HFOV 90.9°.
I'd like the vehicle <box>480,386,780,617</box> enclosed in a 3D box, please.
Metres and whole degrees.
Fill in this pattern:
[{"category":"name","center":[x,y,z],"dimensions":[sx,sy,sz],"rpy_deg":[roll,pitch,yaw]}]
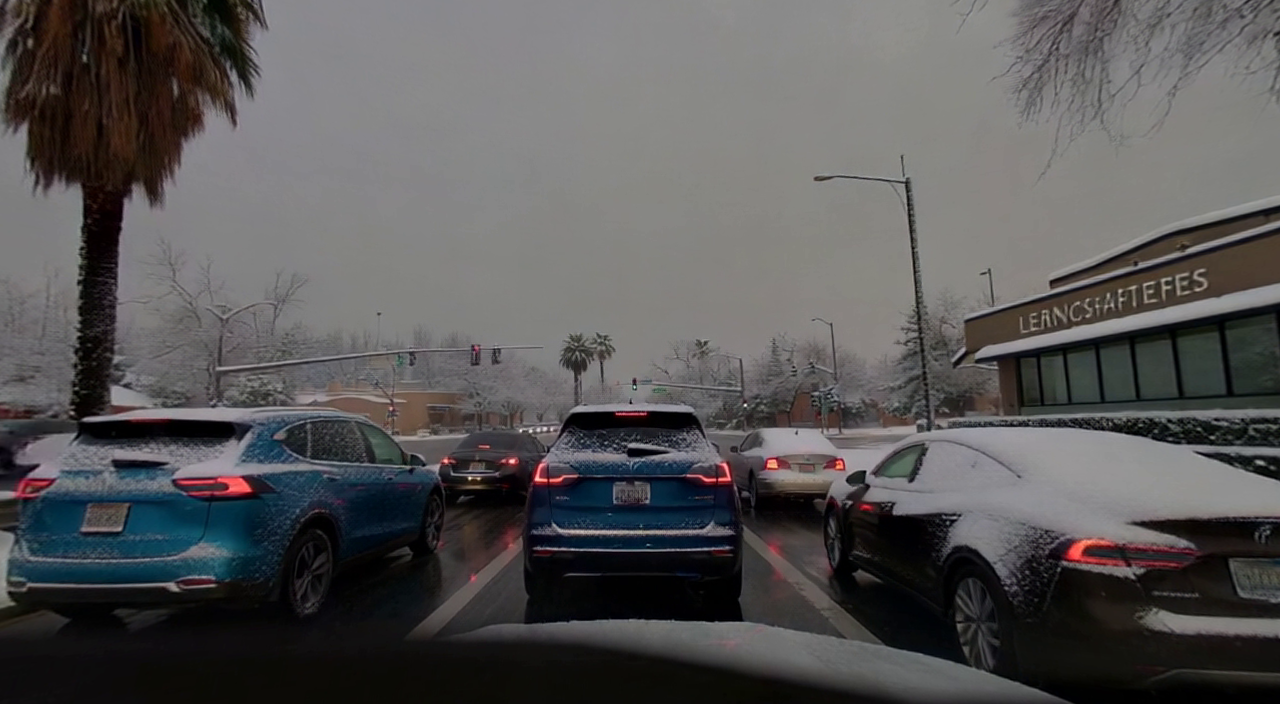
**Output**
[{"category":"vehicle","center":[-0.137,1.459,7.071],"dimensions":[2.280,1.747,4.361],"rpy_deg":[0,-8,-2]}]

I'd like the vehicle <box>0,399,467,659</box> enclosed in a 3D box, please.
[{"category":"vehicle","center":[-3.352,1.381,6.052],"dimensions":[2.014,1.534,4.455],"rpy_deg":[0,-8,1]}]

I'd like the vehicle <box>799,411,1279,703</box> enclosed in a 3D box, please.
[{"category":"vehicle","center":[2.971,1.368,5.262],"dimensions":[2.017,1.491,4.611],"rpy_deg":[0,-8,-1]}]
